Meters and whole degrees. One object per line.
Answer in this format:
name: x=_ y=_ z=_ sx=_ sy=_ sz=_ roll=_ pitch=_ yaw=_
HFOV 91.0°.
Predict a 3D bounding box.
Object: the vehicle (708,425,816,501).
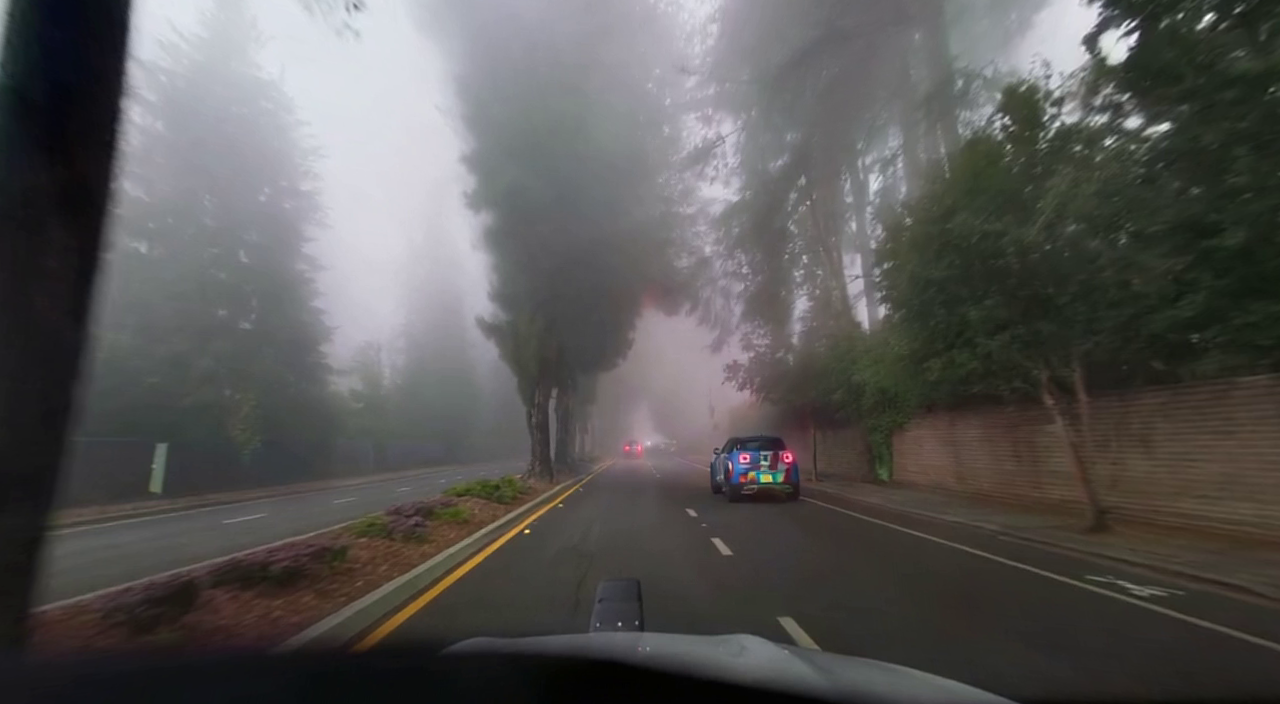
vehicle: x=2.991 y=2.830 z=16.432 sx=1.840 sy=1.709 sz=4.202 roll=0 pitch=-8 yaw=-2
